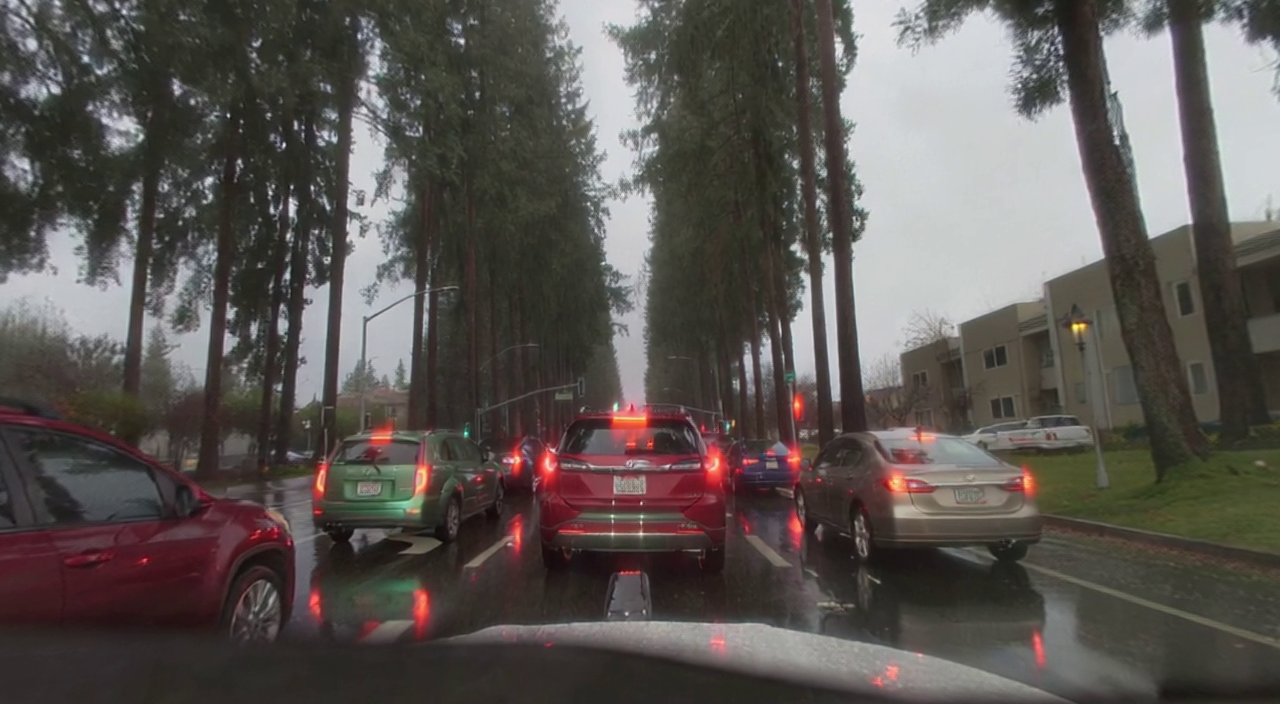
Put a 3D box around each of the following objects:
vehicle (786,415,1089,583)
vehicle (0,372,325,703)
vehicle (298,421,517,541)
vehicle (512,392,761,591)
[{"bbox_3d":[3.261,1.665,7.867,1.922,1.579,3.642,0,-8,-1],"label":"vehicle"},{"bbox_3d":[-3.778,0.992,3.309,1.929,1.641,4.193,0,-8,2],"label":"vehicle"},{"bbox_3d":[-3.653,2.110,10.933,2.042,1.641,4.314,0,-8,1],"label":"vehicle"},{"bbox_3d":[-0.009,1.530,7.657,2.193,1.744,4.033,0,-8,1],"label":"vehicle"}]
